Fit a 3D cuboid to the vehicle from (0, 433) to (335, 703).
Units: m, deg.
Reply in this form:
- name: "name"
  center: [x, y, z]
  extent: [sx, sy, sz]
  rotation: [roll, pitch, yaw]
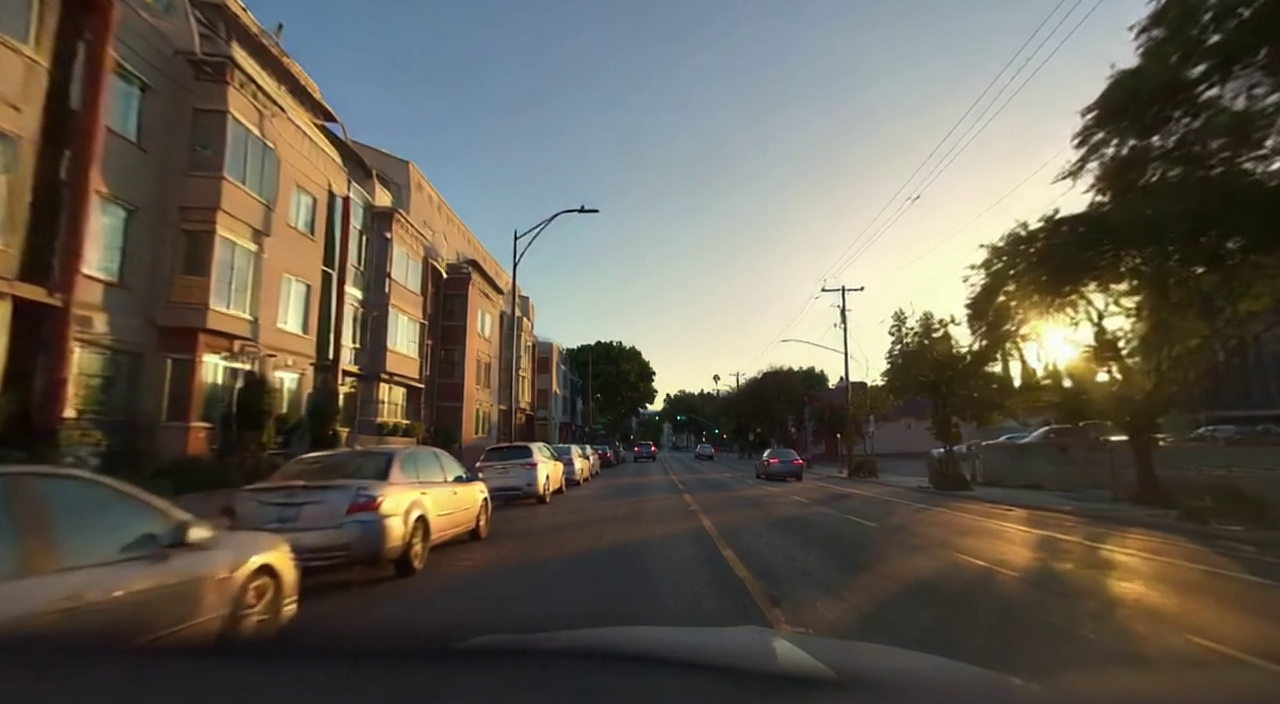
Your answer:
- name: "vehicle"
  center: [-3.200, 1.001, 2.339]
  extent: [1.944, 1.382, 4.165]
  rotation: [0, -8, 2]

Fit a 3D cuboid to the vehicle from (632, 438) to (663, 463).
- name: "vehicle"
  center: [0.585, 6.945, 44.654]
  extent: [2.122, 1.689, 3.885]
  rotation: [0, -8, 2]

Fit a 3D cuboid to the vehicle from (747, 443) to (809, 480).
- name: "vehicle"
  center: [5.751, 4.601, 26.703]
  extent: [1.799, 1.463, 3.464]
  rotation: [0, -8, -1]
